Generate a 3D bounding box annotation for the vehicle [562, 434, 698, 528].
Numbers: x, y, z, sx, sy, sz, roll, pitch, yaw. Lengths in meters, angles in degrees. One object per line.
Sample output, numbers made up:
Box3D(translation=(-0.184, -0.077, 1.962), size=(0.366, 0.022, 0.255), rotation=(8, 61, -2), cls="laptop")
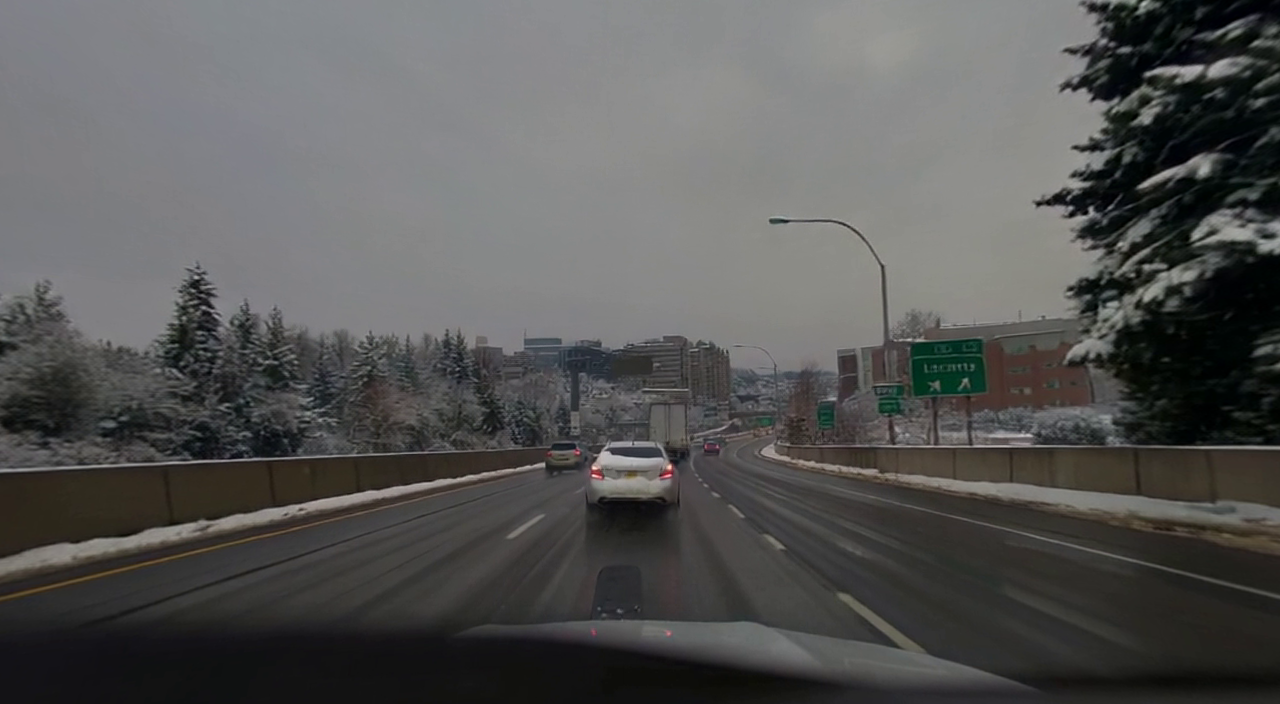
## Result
Box3D(translation=(-0.124, 2.345, 12.025), size=(2.136, 1.470, 3.971), rotation=(0, -9, 1), cls="vehicle")
